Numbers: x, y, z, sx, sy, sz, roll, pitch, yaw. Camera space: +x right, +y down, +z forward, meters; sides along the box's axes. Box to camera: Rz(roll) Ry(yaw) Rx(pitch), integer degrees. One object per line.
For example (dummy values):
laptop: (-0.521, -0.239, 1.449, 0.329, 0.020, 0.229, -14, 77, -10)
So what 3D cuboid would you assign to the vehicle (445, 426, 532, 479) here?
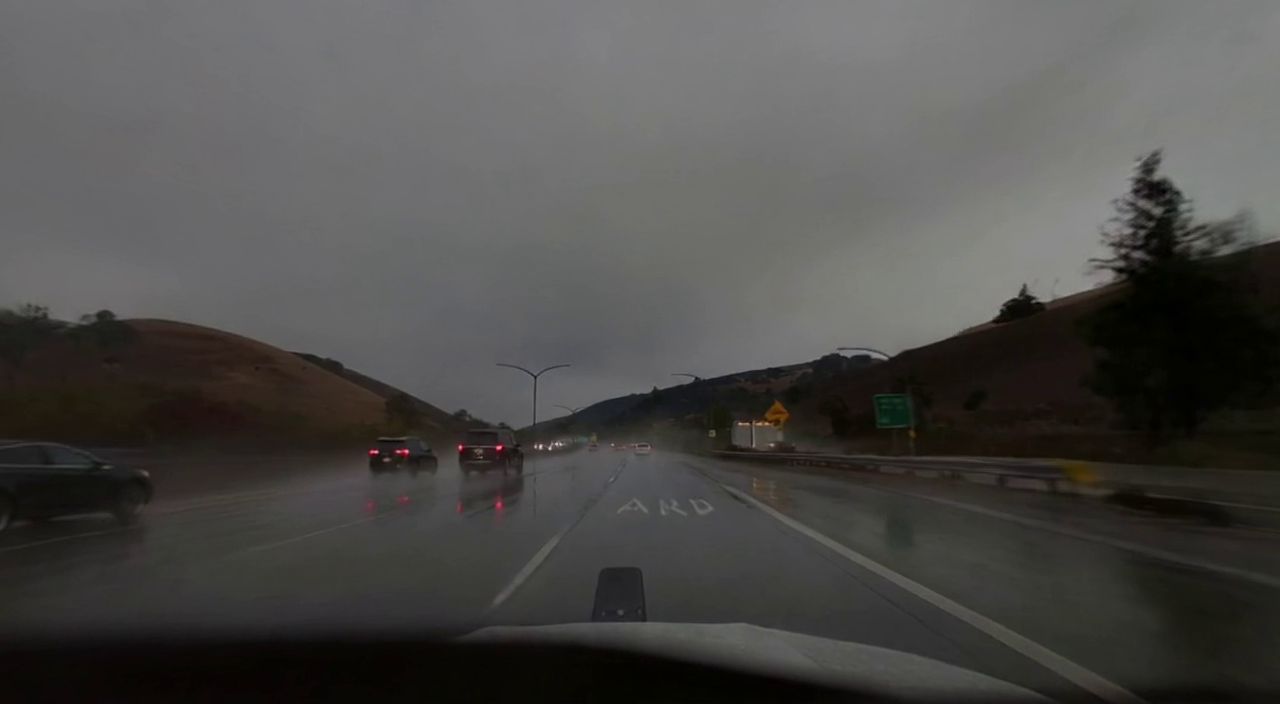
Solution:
vehicle: (-6.058, 4.121, 25.918, 2.219, 1.947, 4.924, 0, -9, 2)

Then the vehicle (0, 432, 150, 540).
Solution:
vehicle: (-9.994, 1.898, 8.956, 1.984, 1.508, 4.935, 0, -9, 1)

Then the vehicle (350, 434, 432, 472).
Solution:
vehicle: (-12.781, 5.234, 32.710, 2.079, 1.822, 4.893, 0, -9, 2)
